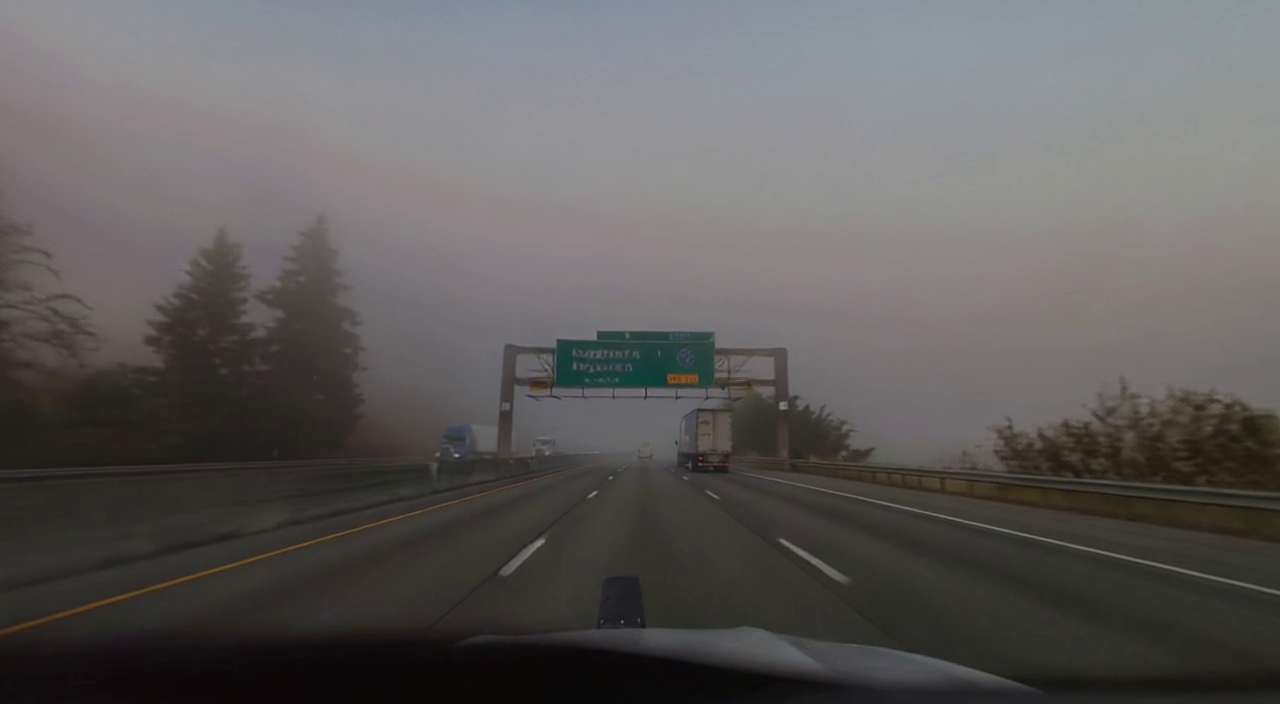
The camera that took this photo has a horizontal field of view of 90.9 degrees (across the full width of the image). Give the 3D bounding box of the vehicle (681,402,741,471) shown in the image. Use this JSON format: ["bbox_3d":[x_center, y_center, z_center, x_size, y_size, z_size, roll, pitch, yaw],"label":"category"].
[{"bbox_3d":[4.671,6.108,44.585,2.784,4.080,13.516,-1,-9,0],"label":"vehicle"}]
